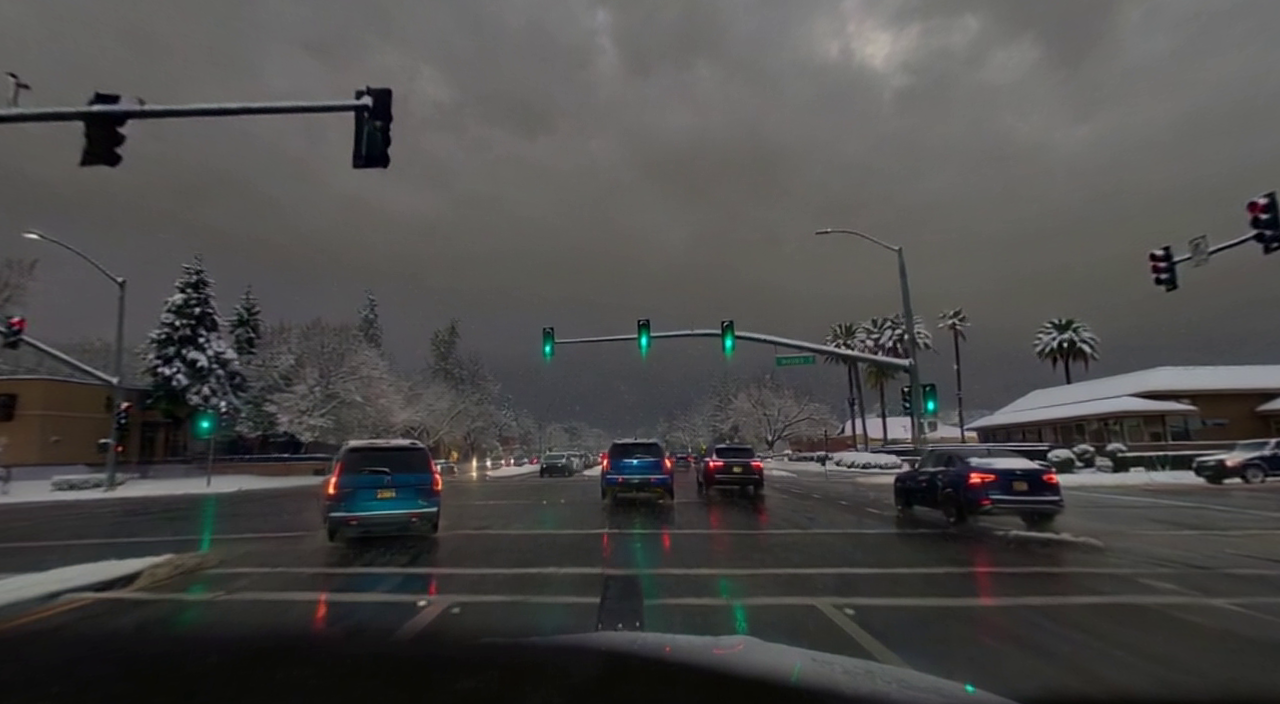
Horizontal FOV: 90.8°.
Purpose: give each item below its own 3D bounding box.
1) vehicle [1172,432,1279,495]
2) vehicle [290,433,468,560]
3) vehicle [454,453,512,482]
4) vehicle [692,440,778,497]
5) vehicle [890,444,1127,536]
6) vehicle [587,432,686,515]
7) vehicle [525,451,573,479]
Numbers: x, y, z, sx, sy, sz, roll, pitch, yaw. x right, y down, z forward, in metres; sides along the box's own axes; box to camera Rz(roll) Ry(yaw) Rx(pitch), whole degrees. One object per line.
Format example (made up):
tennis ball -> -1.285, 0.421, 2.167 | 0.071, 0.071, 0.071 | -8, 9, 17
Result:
vehicle -> 19.831, 3.366, 19.351 | 5.053, 1.787, 2.168 | 0, -9, -1
vehicle -> -4.123, 2.272, 10.807 | 2.201, 1.644, 4.465 | 2, -9, -15
vehicle -> -8.533, 6.319, 34.821 | 2.061, 1.415, 4.289 | 0, -9, 1
vehicle -> 3.084, 3.878, 21.525 | 2.112, 1.710, 4.234 | 0, -9, -2
vehicle -> 6.784, 2.543, 12.329 | 1.944, 1.447, 4.309 | 0, -9, -1
vehicle -> -0.157, 2.972, 15.965 | 2.151, 1.787, 4.109 | 0, -9, -2
vehicle -> -5.147, 6.411, 36.178 | 2.030, 1.441, 4.324 | -1, -9, 1
